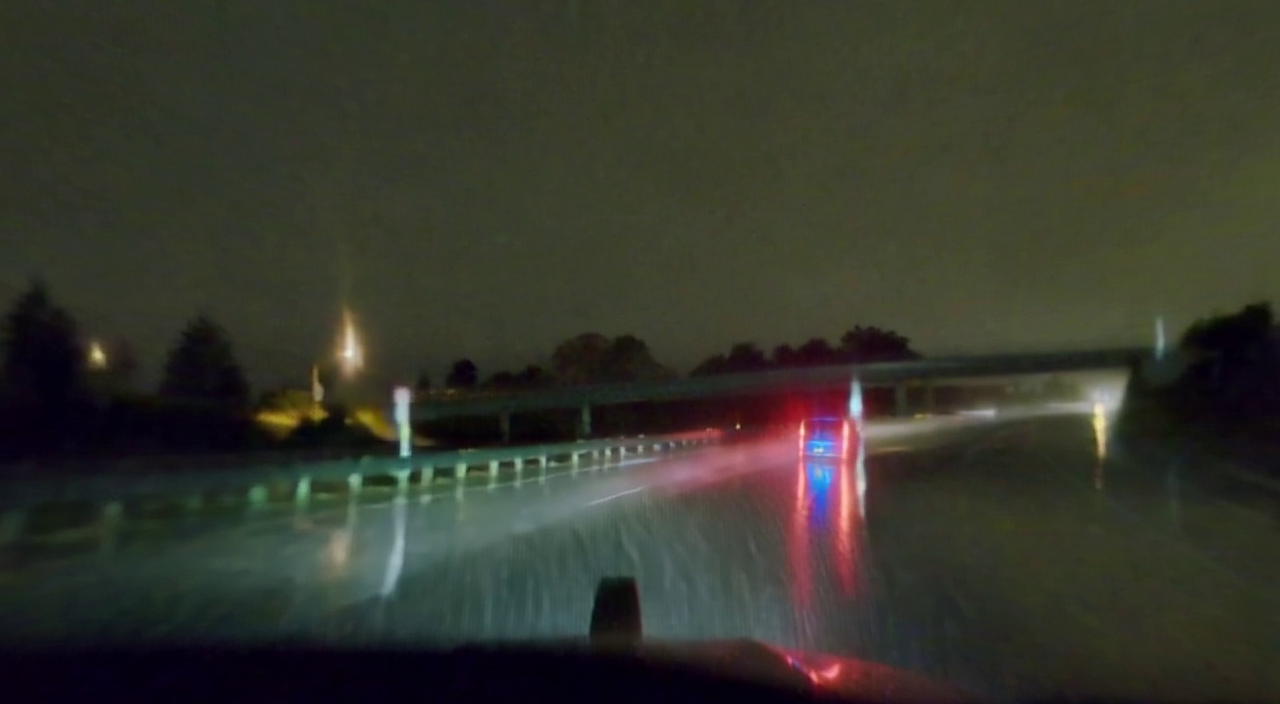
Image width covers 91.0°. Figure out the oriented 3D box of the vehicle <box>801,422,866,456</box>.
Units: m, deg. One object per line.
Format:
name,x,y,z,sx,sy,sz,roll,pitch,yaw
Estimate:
vehicle,9.402,4.182,30.363,2.028,1.440,3.970,-3,-8,32
